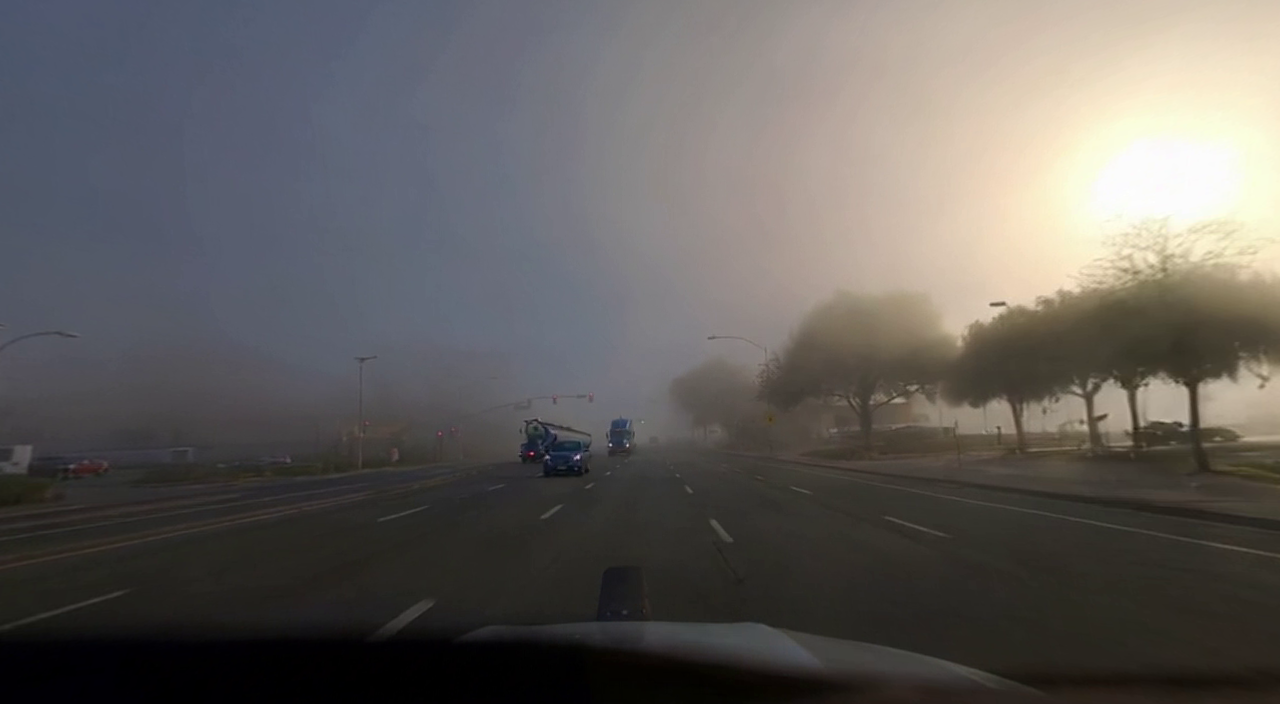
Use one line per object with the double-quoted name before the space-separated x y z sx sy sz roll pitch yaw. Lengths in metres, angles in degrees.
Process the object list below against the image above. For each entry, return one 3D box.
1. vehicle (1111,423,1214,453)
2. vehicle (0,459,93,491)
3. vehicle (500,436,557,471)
"vehicle" 27.012 4.504 32.801 1.796 1.453 4.296 0 -8 3
"vehicle" -35.676 7.275 37.398 4.485 1.772 2.149 -1 -8 3
"vehicle" -5.959 5.484 34.300 2.179 1.750 4.621 0 -8 2
